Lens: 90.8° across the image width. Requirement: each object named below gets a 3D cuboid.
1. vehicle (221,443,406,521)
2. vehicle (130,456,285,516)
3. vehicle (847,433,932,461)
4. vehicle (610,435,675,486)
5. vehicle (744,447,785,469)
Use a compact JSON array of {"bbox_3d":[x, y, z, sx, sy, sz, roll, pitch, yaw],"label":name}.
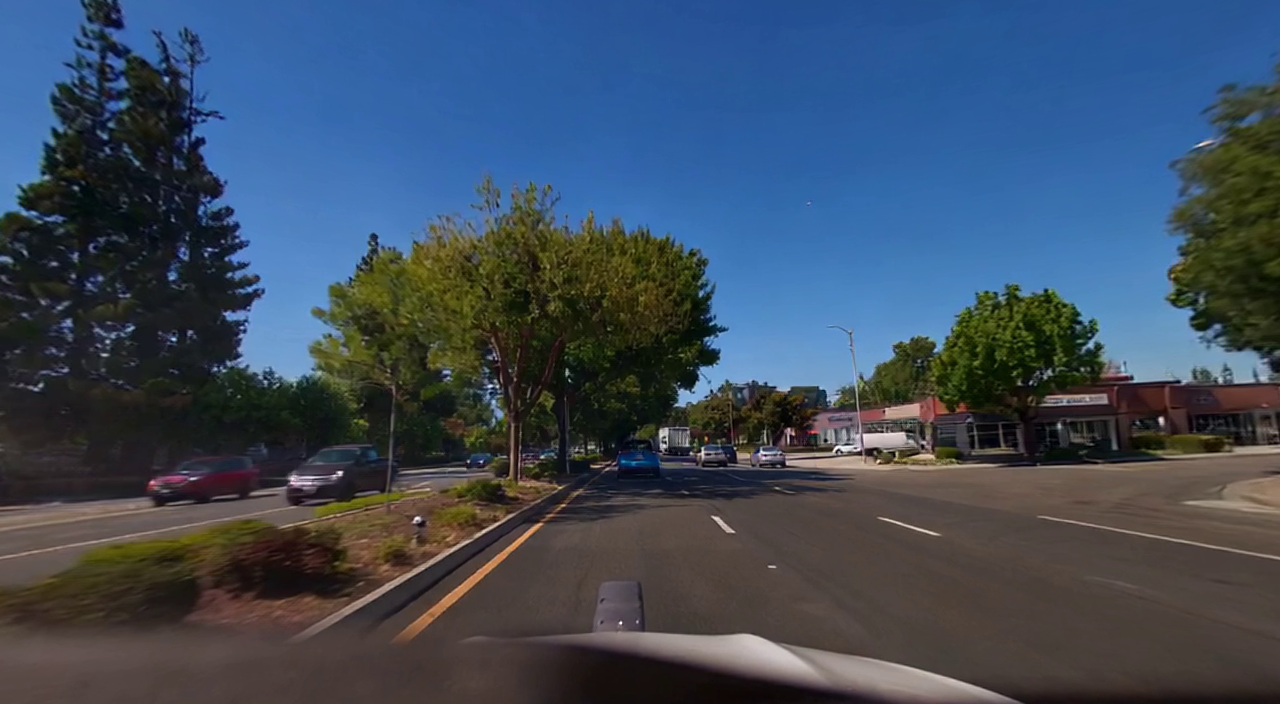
[{"bbox_3d":[-7.918,3.165,15.978,2.127,1.660,4.607,0,-9,1],"label":"vehicle"},{"bbox_3d":[-13.106,4.051,19.536,1.992,1.556,4.035,0,-9,-2],"label":"vehicle"},{"bbox_3d":[19.621,7.517,49.907,5.677,2.171,2.393,-1,-9,4],"label":"vehicle"},{"bbox_3d":[0.042,4.114,24.284,2.266,1.762,4.131,0,-9,-1],"label":"vehicle"},{"bbox_3d":[9.036,7.752,46.262,2.045,1.484,4.342,0,-9,-1],"label":"vehicle"}]
